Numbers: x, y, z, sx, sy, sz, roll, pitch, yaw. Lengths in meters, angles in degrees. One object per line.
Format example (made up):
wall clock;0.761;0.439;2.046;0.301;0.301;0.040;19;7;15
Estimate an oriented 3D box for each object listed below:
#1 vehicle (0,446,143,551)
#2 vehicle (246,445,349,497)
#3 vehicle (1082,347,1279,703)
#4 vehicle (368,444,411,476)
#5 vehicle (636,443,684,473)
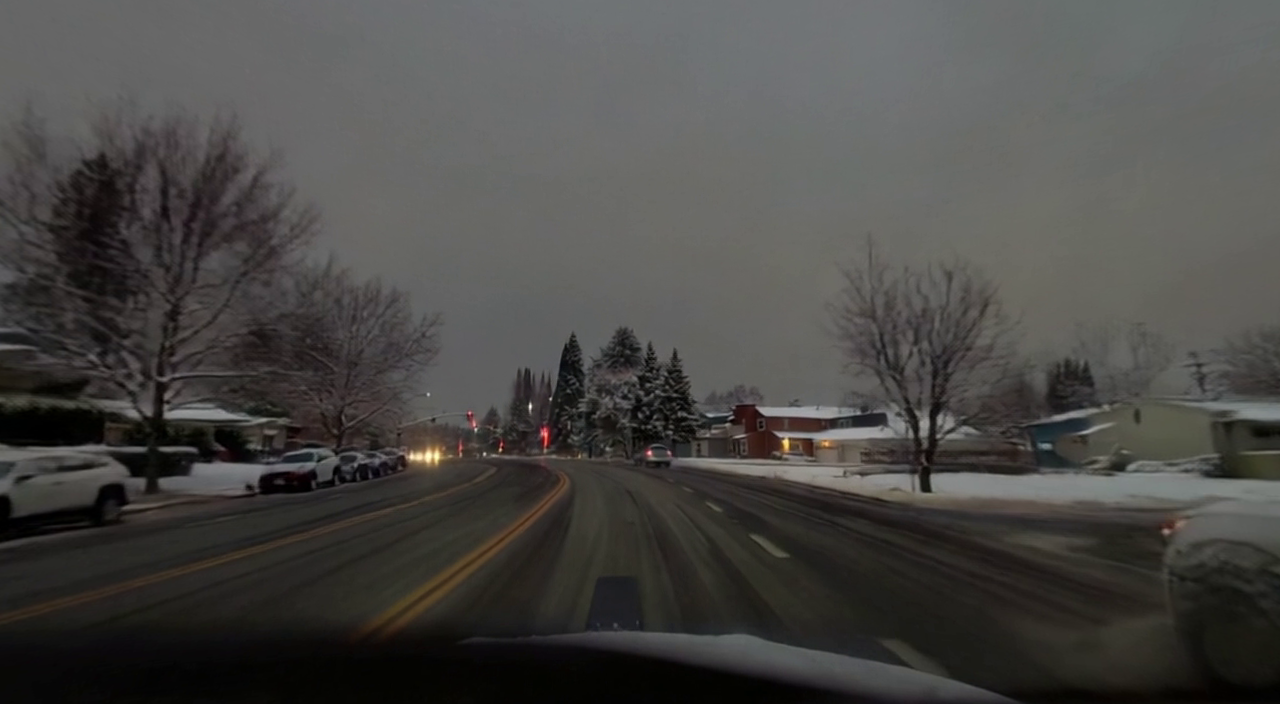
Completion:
vehicle;-12.071;2.669;11.828;2.032;1.773;4.471;0;-8;-3
vehicle;-13.382;4.624;25.075;2.146;1.806;4.733;1;-9;-10
vehicle;3.948;0.692;1.465;2.081;1.828;5.138;0;-9;0
vehicle;-16.663;7.166;42.309;1.993;1.801;5.201;-1;-8;-14
vehicle;1.077;6.154;36.961;1.951;1.620;4.582;1;-9;-9
